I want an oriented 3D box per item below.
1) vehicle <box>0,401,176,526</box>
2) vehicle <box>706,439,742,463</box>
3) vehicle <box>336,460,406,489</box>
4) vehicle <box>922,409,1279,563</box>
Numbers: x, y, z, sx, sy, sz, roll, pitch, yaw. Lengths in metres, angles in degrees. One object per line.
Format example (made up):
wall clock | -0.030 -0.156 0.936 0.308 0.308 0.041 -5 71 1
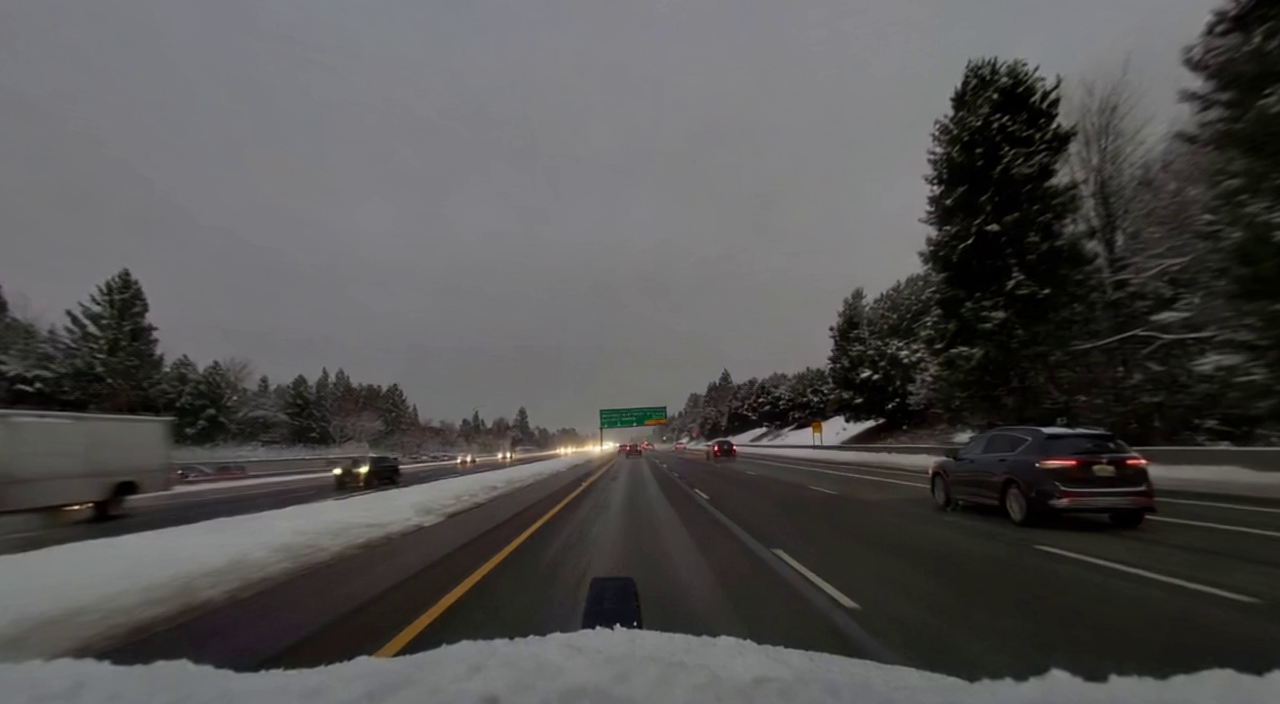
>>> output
vehicle | -22.422 3.829 21.875 2.836 4.063 13.052 0 -9 0
vehicle | 6.333 7.493 48.015 2.030 1.706 4.279 0 -9 -1
vehicle | -15.024 6.846 35.595 1.876 1.401 4.591 0 -9 0
vehicle | 6.366 1.819 9.363 2.052 1.660 4.837 0 -9 -1
